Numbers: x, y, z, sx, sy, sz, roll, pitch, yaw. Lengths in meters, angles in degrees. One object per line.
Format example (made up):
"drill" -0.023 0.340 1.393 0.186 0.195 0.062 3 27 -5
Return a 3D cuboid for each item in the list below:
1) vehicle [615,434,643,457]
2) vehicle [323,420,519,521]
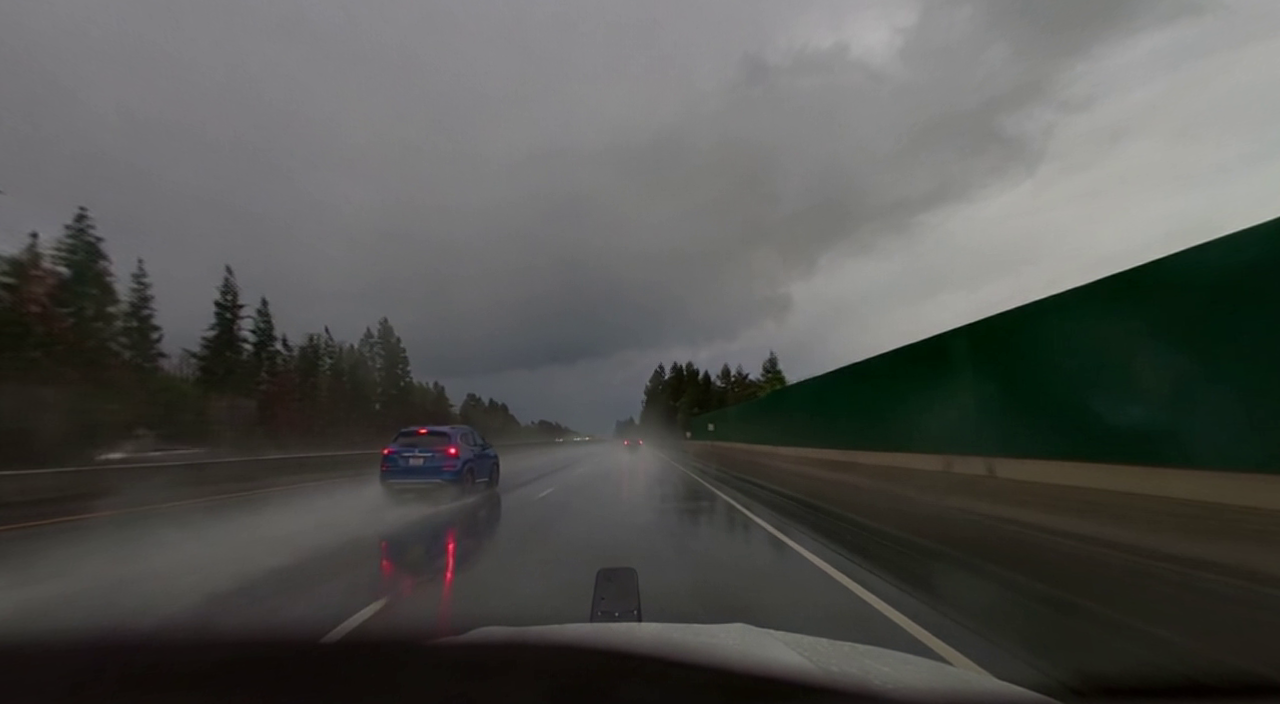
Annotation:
"vehicle" -0.747 6.282 42.620 1.836 1.450 3.519 0 -8 -2
"vehicle" -3.839 2.152 12.161 2.072 1.545 4.767 0 -8 0
